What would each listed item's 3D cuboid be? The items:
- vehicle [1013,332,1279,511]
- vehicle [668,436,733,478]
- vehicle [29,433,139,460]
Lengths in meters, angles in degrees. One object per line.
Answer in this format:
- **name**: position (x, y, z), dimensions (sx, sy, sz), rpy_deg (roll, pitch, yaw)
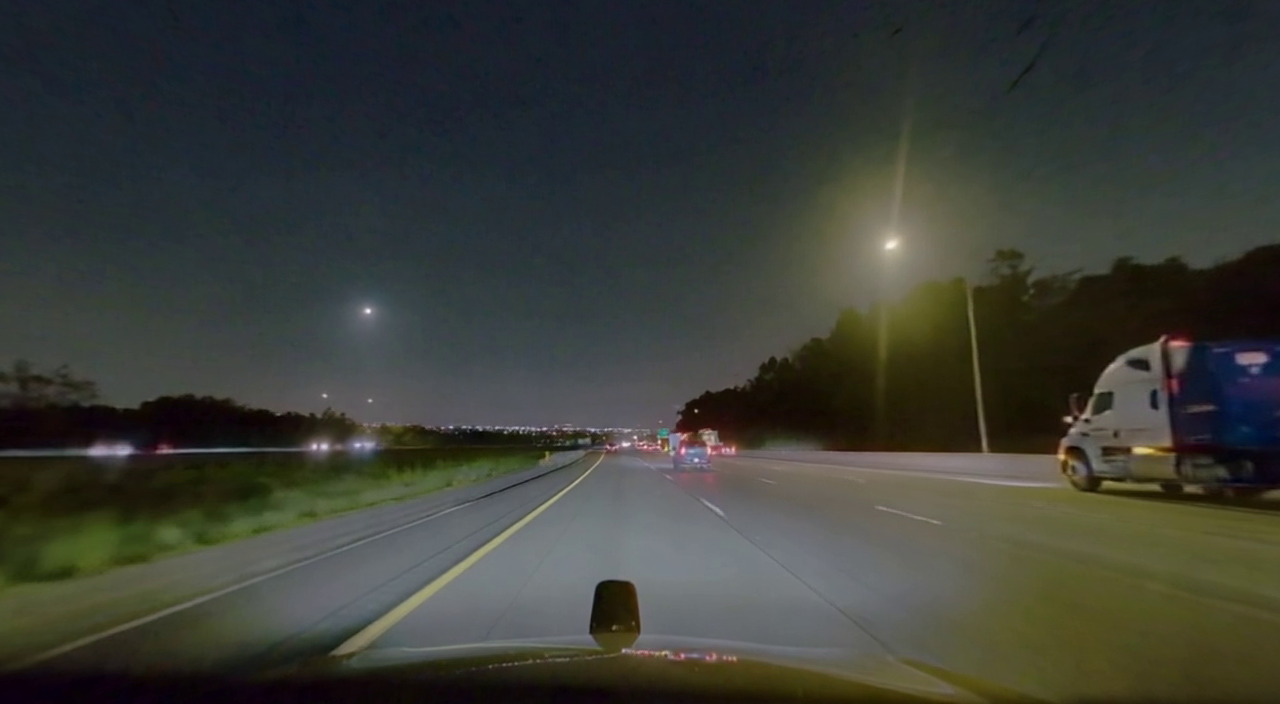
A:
- **vehicle**: position (14.382, 2.005, 16.762), dimensions (3.034, 3.572, 9.491), rpy_deg (0, -8, -1)
- **vehicle**: position (2.646, 4.766, 28.903), dimensions (2.305, 1.729, 4.526), rpy_deg (0, -8, -3)
- **vehicle**: position (-34.801, 5.948, 39.794), dimensions (2.174, 1.571, 5.284), rpy_deg (0, -8, -2)
